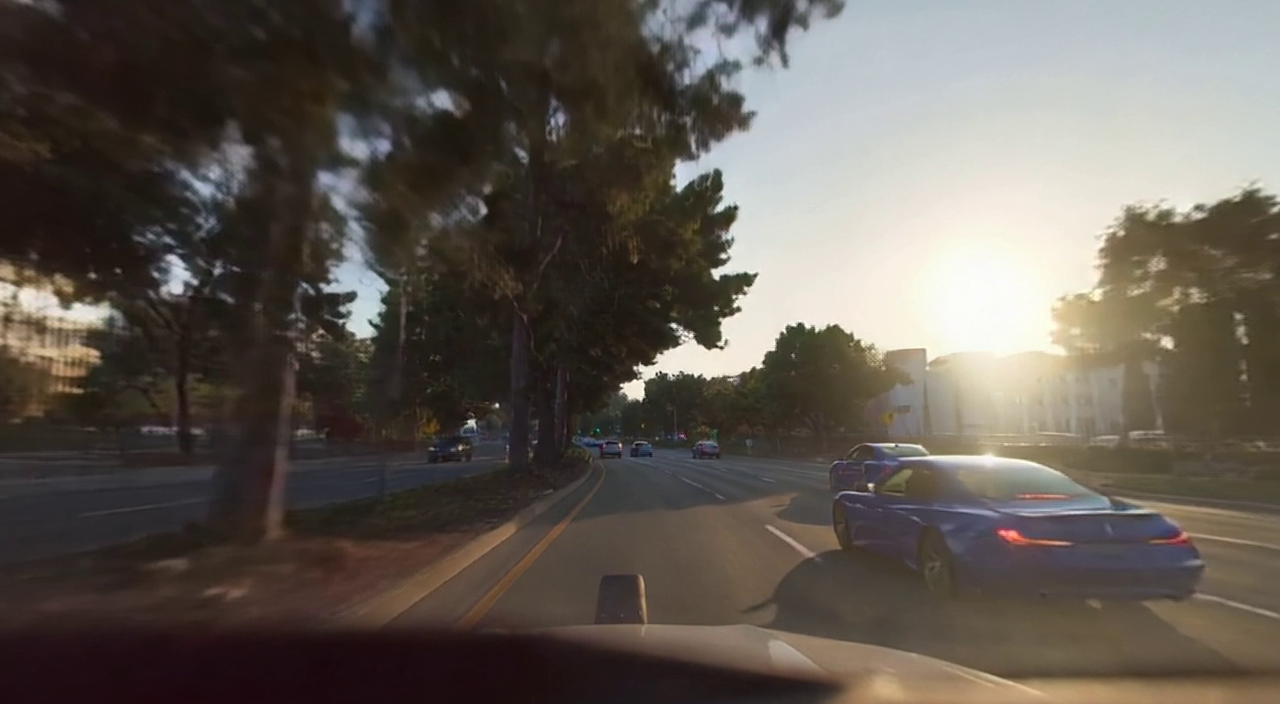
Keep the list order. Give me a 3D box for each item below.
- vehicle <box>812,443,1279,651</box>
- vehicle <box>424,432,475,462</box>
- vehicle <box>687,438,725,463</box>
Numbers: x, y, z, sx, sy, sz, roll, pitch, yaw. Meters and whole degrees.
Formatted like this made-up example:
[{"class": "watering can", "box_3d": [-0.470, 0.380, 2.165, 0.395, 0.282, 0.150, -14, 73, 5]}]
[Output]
[{"class": "vehicle", "box_3d": [3.418, 1.620, 6.434, 1.990, 1.347, 4.388, 0, -8, -2]}, {"class": "vehicle", "box_3d": [-11.757, 5.910, 39.288, 2.048, 1.738, 4.520, 1, -8, -4]}, {"class": "vehicle", "box_3d": [4.660, 7.085, 45.462, 1.931, 1.685, 4.054, 1, -8, -6]}]
